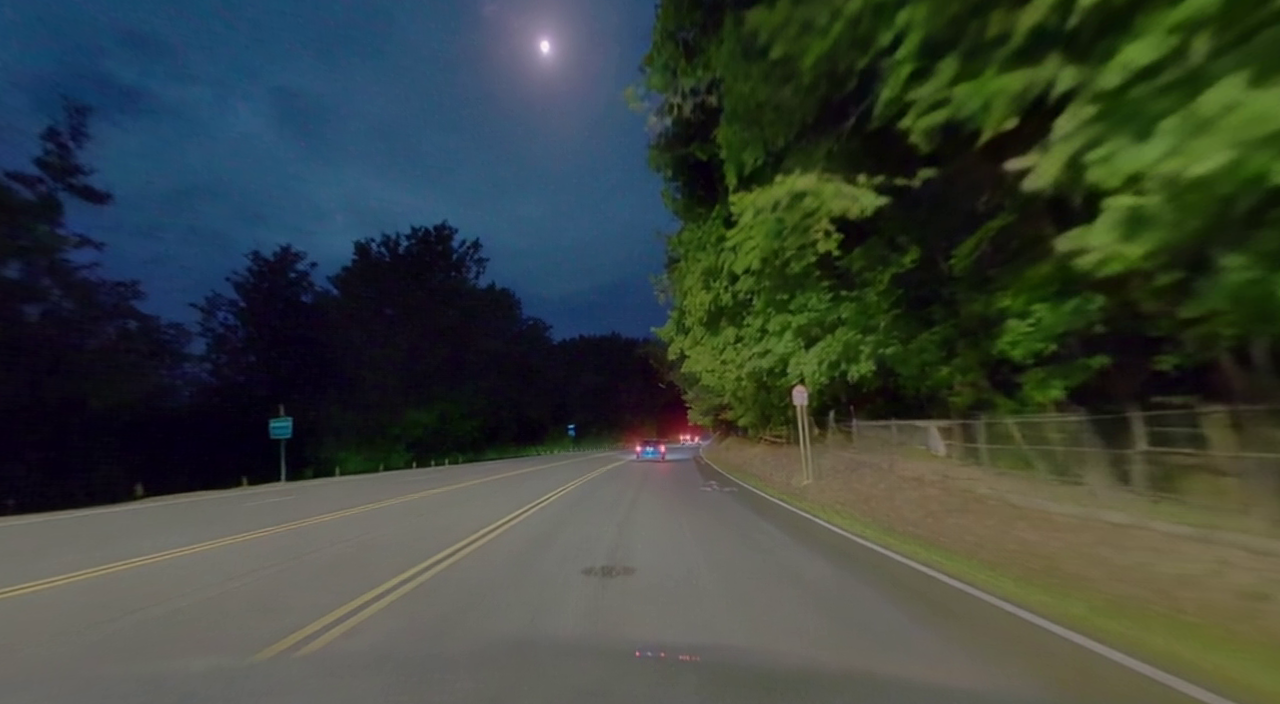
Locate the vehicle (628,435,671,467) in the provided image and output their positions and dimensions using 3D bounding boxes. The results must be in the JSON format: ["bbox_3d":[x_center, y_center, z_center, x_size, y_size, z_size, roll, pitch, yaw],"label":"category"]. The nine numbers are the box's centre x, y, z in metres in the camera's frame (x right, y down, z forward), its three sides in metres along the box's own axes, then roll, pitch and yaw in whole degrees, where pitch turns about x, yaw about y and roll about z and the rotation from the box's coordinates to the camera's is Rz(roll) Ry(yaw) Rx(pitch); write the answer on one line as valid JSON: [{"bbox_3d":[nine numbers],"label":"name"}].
[{"bbox_3d":[0.615,5.711,36.566,2.294,1.708,4.110,-1,-9,4],"label":"vehicle"}]
